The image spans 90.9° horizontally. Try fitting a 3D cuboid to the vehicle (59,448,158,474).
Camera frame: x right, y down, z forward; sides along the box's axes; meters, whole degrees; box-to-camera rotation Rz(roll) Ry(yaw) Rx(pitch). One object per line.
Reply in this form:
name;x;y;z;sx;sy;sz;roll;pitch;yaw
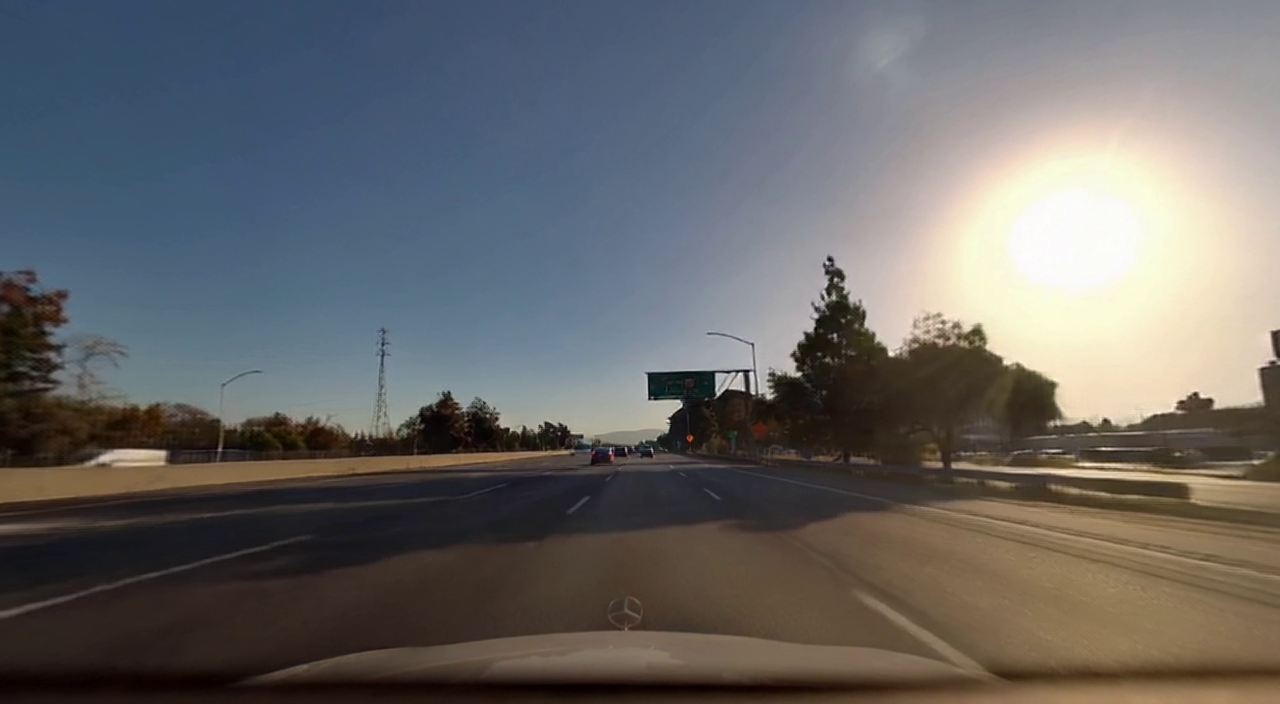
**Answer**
vehicle;-38.722;7.921;46.194;2.144;1.739;5.749;0;-9;1
